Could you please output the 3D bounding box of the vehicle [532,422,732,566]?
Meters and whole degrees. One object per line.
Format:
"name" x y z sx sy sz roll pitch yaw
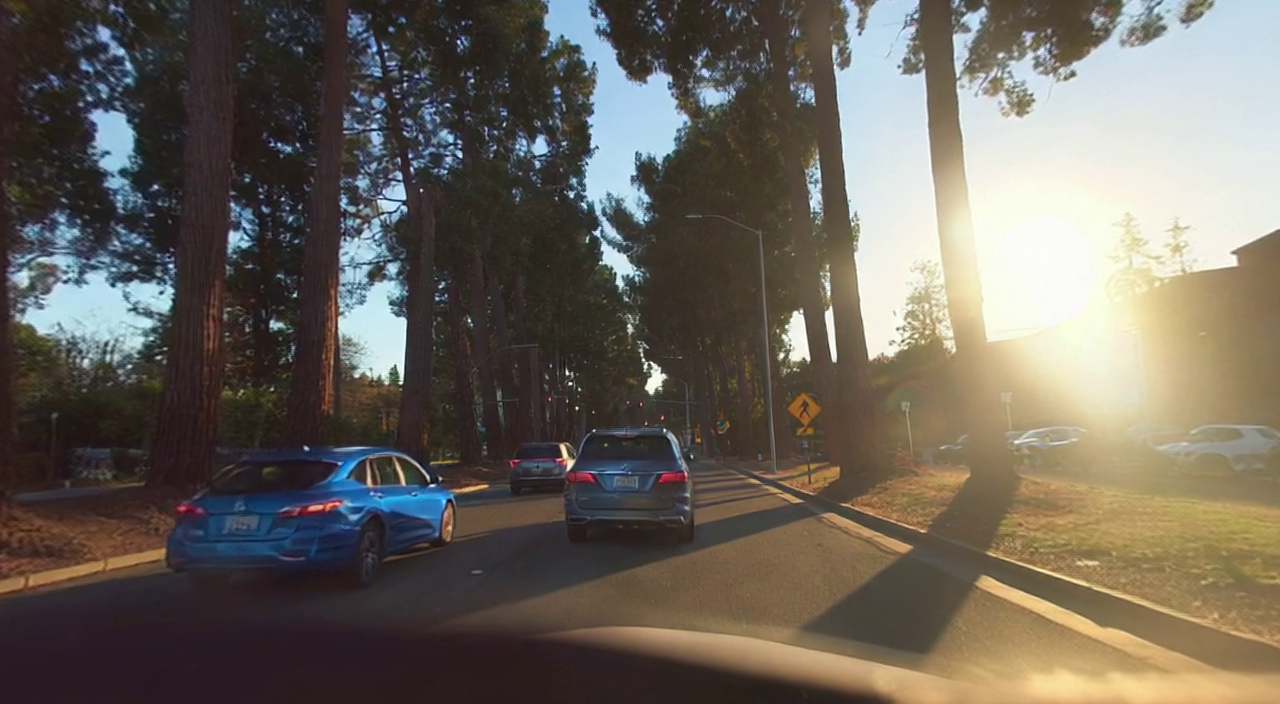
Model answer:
"vehicle" -0.079 1.881 9.083 2.229 1.591 3.897 0 -8 0

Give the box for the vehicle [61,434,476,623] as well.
"vehicle" -3.531 1.717 7.257 1.922 1.464 4.424 0 -8 3

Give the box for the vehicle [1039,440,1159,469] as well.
"vehicle" 28.319 6.310 39.084 5.955 1.702 2.166 1 -8 -6
